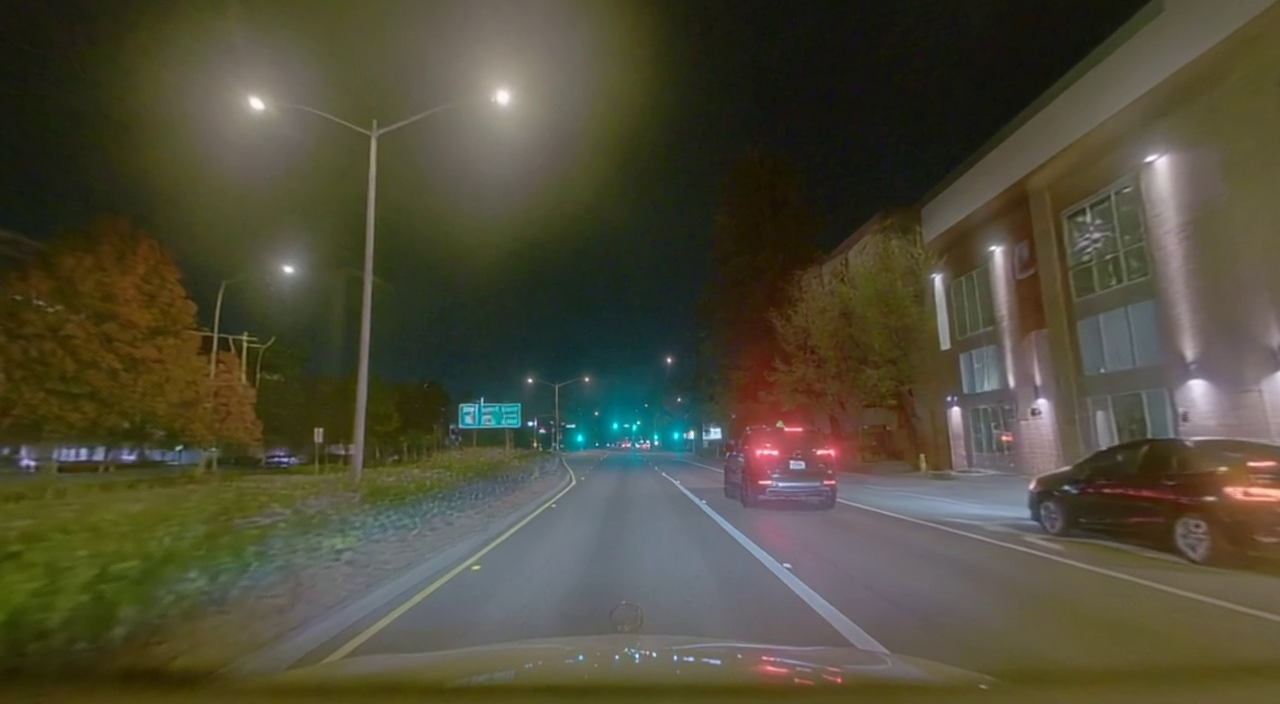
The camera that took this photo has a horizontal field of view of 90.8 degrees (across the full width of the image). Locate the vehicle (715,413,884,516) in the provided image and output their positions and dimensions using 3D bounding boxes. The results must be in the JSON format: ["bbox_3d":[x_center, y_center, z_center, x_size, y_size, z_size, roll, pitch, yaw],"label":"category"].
[{"bbox_3d":[3.399,2.566,14.876,2.505,1.971,5.162,0,-9,-1],"label":"vehicle"}]

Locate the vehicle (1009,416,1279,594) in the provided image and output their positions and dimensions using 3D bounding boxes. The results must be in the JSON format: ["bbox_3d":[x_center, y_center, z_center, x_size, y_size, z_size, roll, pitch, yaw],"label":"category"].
[{"bbox_3d":[6.847,1.658,7.712,2.088,1.524,5.085,-1,-9,6],"label":"vehicle"}]
